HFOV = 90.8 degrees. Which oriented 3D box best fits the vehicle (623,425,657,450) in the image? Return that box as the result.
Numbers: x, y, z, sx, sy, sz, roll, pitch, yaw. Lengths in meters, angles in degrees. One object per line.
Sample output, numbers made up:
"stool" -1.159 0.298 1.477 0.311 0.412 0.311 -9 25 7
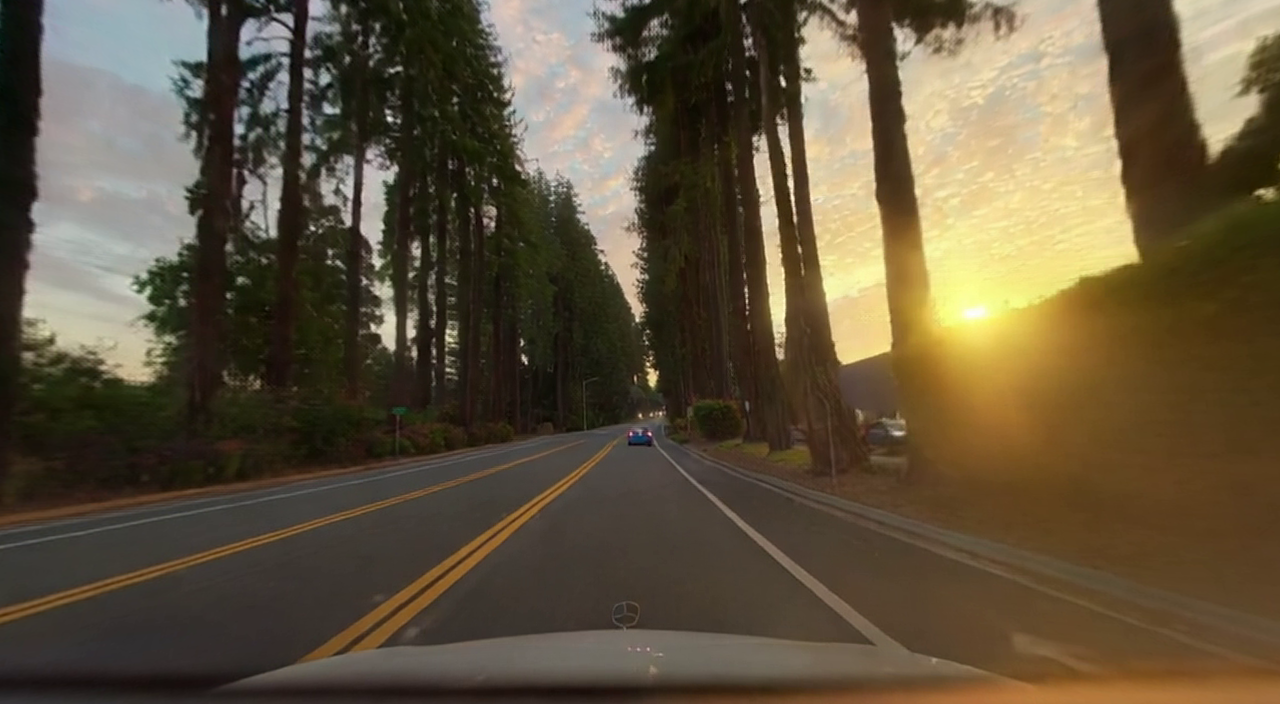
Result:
"vehicle" -0.009 5.380 39.927 2.067 1.486 3.861 0 -8 0
